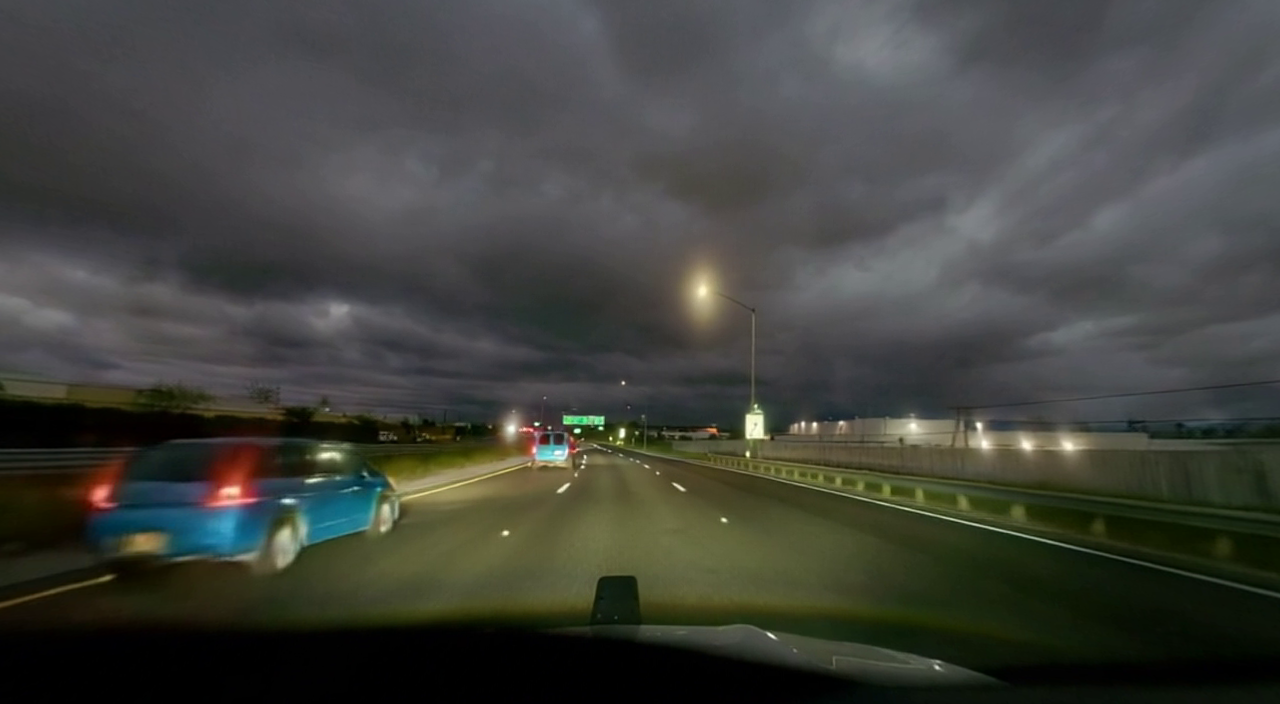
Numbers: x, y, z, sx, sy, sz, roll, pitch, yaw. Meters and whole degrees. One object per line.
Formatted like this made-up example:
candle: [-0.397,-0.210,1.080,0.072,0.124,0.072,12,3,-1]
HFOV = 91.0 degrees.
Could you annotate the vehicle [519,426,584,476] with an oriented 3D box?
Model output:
vehicle: [-3.682,4.217,27.045,2.260,1.901,4.665,0,-8,-1]

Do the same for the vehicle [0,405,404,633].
vehicle: [-4.217,1.451,6.489,2.045,1.547,4.162,0,-8,-2]
